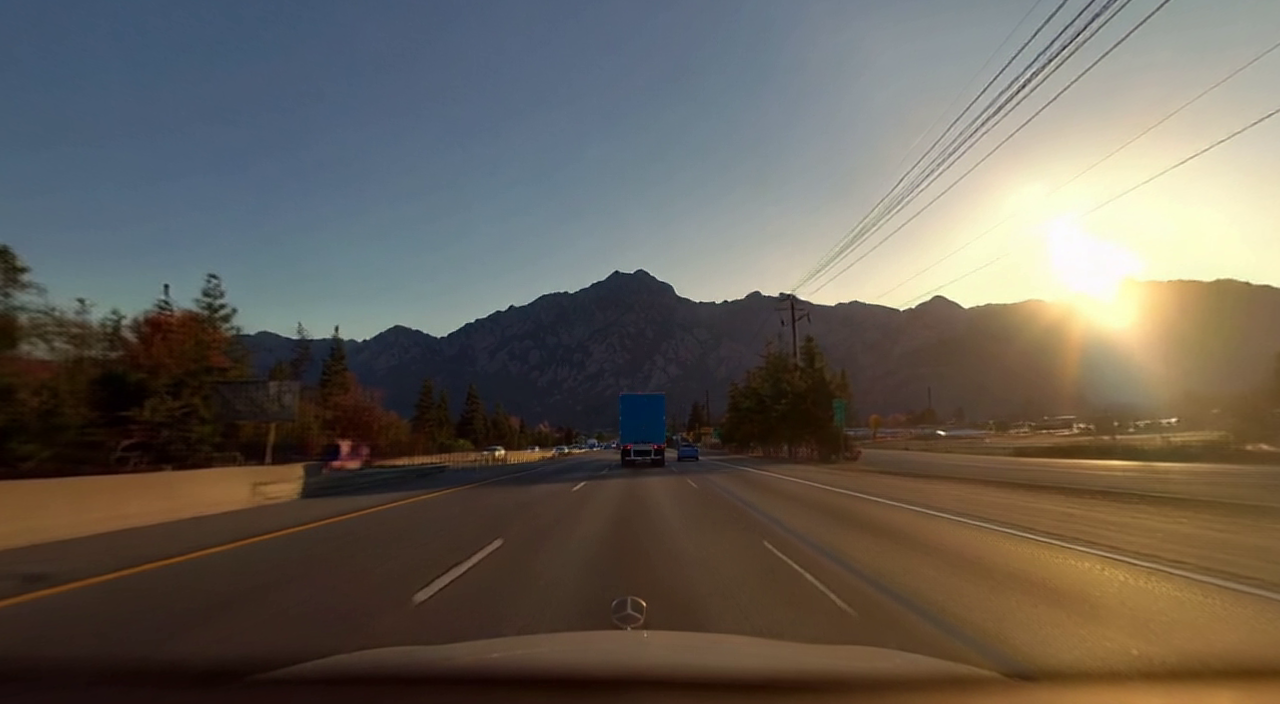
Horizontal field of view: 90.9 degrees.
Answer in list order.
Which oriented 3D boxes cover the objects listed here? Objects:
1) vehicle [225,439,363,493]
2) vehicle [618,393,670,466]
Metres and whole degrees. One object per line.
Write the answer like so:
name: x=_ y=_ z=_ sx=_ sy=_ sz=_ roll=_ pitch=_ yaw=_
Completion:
vehicle: x=-12.488 y=4.127 z=23.246 sx=2.220 sy=1.764 sz=5.000 roll=0 pitch=-8 yaw=0
vehicle: x=0.173 y=5.260 z=41.734 sx=2.919 sy=4.101 sz=11.541 roll=0 pitch=-8 yaw=0
